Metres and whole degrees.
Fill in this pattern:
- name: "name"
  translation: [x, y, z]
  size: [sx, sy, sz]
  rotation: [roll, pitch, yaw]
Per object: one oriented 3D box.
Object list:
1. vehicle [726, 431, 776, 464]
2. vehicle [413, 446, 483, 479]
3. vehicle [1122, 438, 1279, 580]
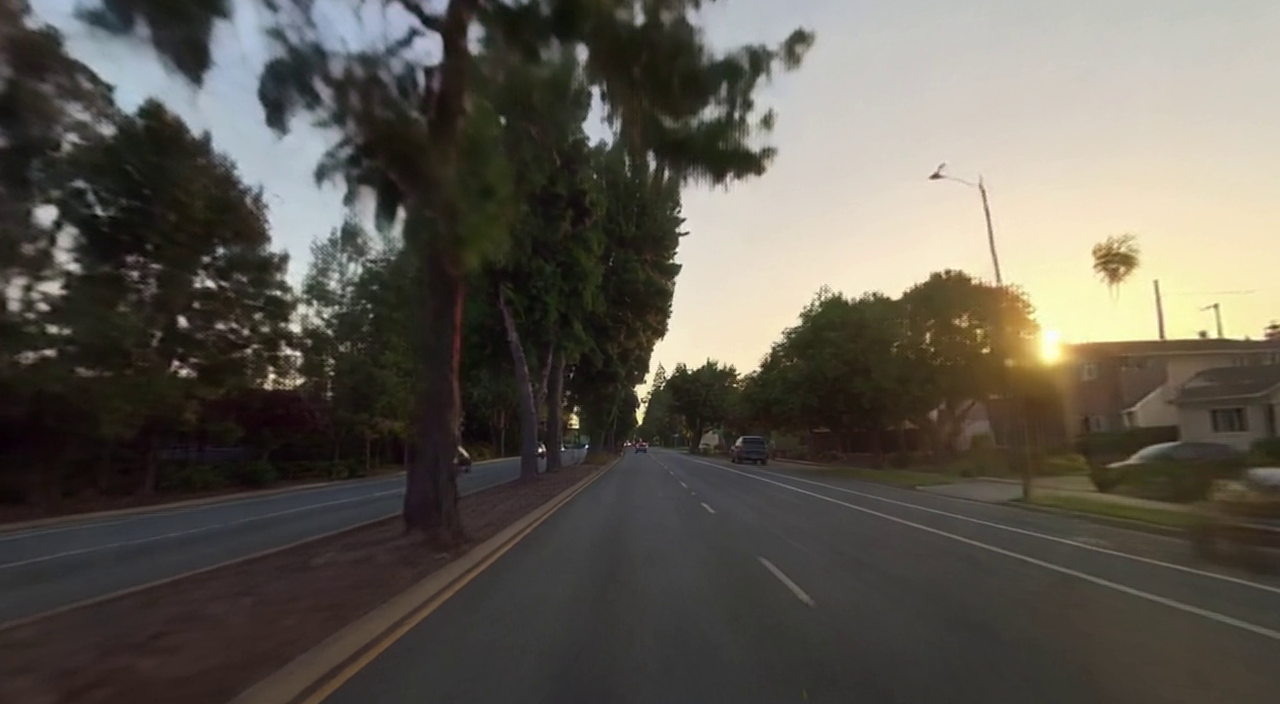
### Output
- name: "vehicle"
  translation: [7.509, 6.544, 43.347]
  size: [2.278, 2.079, 5.861]
  rotation: [0, -8, -1]
- name: "vehicle"
  translation: [-9.635, 5.565, 32.160]
  size: [2.061, 1.490, 4.637]
  rotation: [0, -8, 1]
- name: "vehicle"
  translation: [7.617, 1.585, 6.284]
  size: [1.967, 1.449, 4.645]
  rotation: [0, -8, 0]
